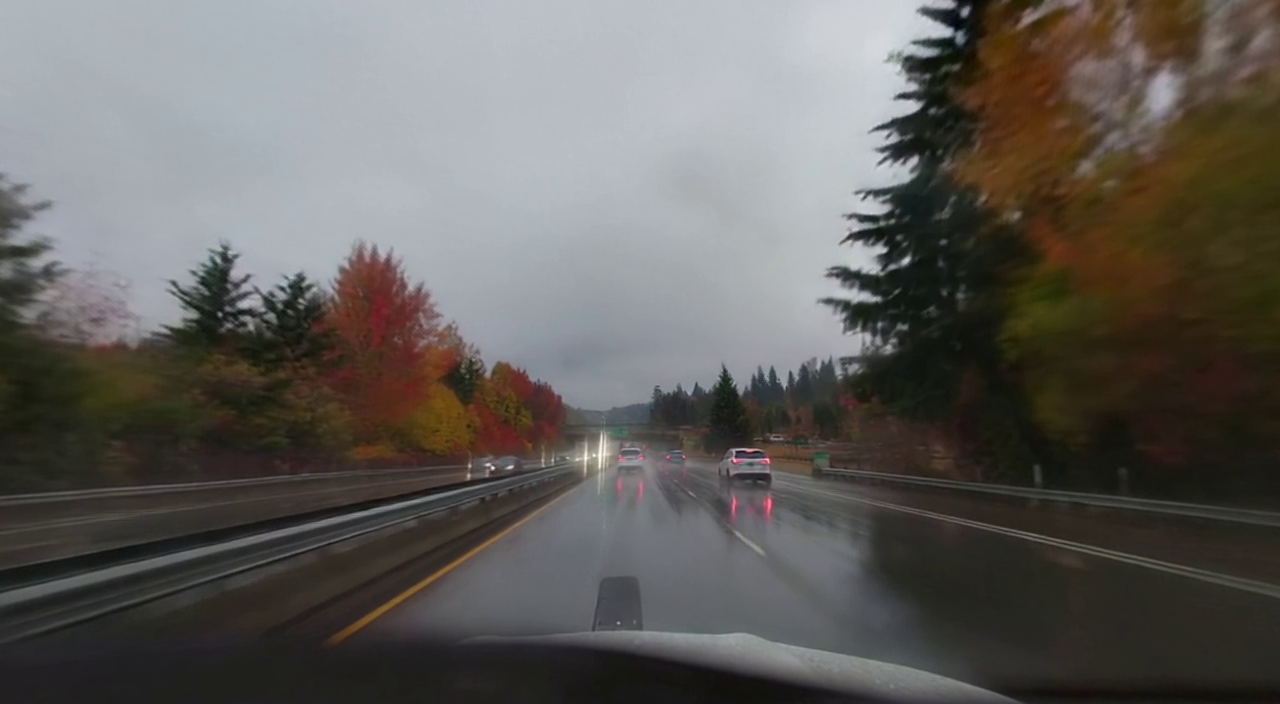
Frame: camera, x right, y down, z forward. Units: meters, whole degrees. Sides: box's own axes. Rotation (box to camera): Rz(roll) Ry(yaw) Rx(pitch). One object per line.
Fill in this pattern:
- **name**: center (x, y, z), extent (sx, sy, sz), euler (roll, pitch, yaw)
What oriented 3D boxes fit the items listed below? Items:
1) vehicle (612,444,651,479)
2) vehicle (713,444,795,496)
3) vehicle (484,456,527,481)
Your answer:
- **vehicle**: center (-0.427, 5.783, 33.280), extent (1.937, 1.699, 3.936), euler (-1, -9, 0)
- **vehicle**: center (3.623, 3.824, 20.724), extent (1.843, 1.505, 4.339), euler (0, -9, -1)
- **vehicle**: center (-9.309, 8.107, 43.858), extent (1.935, 1.532, 4.629), euler (-1, -9, 1)
